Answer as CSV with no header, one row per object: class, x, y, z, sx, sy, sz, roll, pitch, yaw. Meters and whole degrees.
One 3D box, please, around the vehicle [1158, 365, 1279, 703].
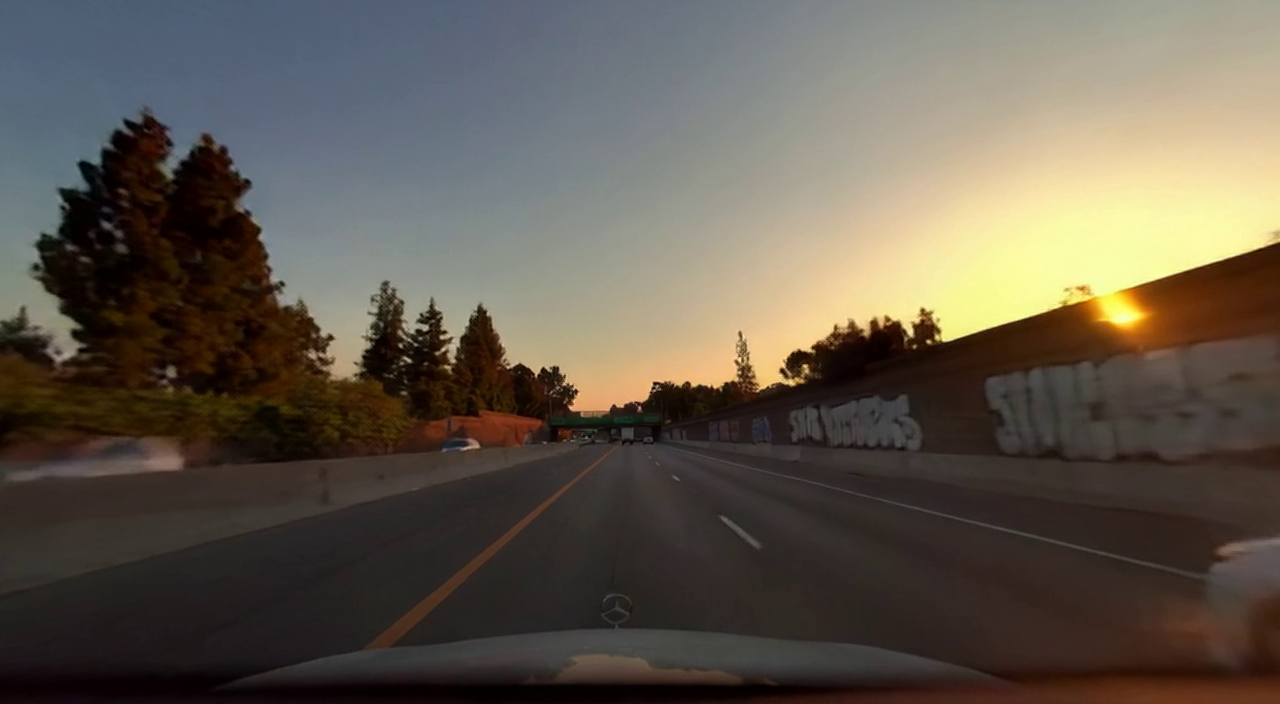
vehicle,3.540,0.663,1.266,1.841,1.556,3.618,0,-8,-1
